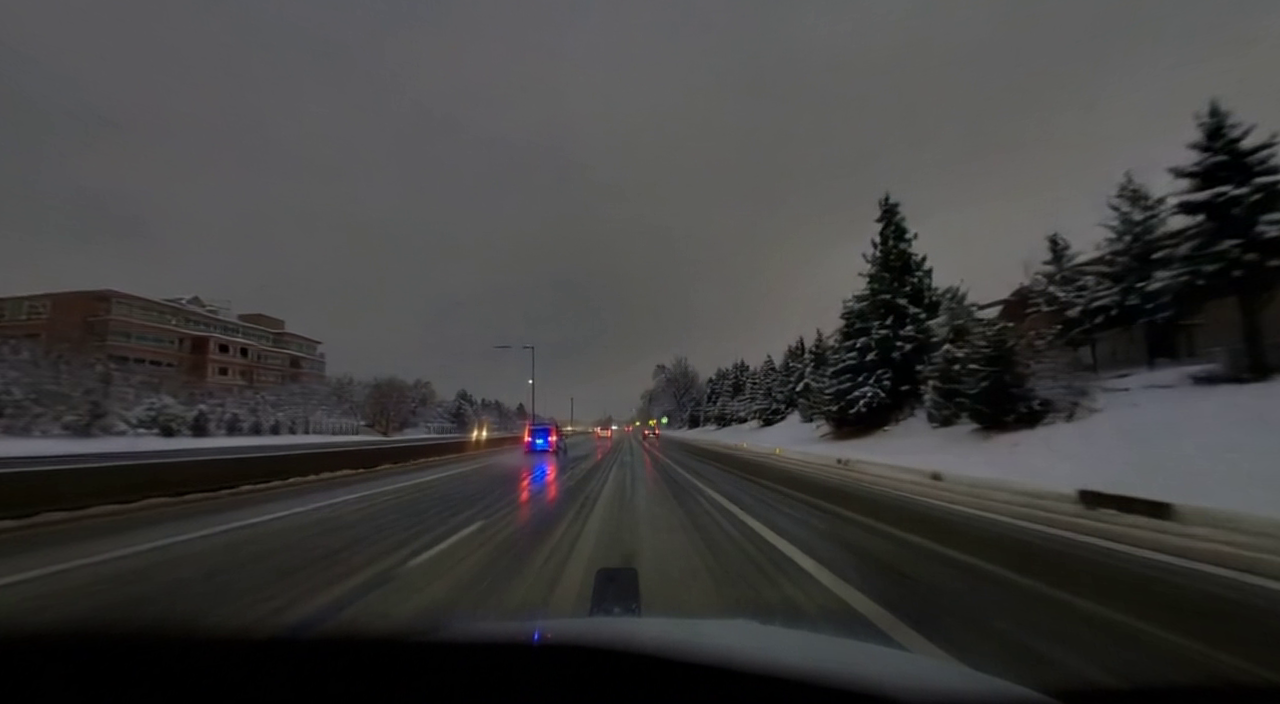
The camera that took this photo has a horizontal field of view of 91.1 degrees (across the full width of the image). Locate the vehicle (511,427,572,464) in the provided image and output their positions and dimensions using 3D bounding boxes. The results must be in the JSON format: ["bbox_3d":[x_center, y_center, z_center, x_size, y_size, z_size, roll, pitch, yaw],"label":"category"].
[{"bbox_3d":[-4.242,4.094,27.863,1.996,1.490,4.571,0,-8,-1],"label":"vehicle"}]
